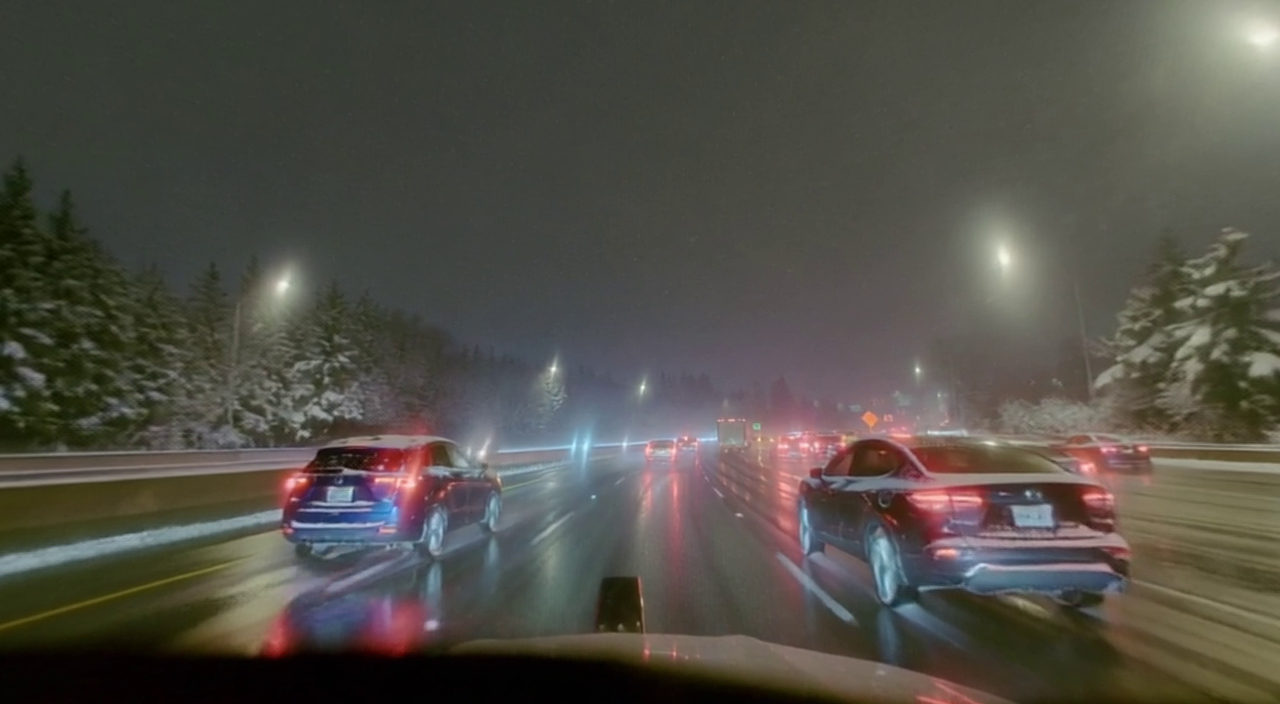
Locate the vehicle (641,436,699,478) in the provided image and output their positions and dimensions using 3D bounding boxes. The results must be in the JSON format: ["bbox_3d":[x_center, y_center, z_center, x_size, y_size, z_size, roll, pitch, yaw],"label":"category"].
[{"bbox_3d":[1.277,4.355,26.264,2.201,1.614,3.803,-1,-9,4],"label":"vehicle"}]

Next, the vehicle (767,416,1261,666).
[{"bbox_3d":[2.716,1.493,6.132,2.009,1.489,4.559,0,-9,0],"label":"vehicle"}]

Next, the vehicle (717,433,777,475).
[{"bbox_3d":[4.563,4.416,27.424,2.076,1.684,4.241,-1,-9,3],"label":"vehicle"}]

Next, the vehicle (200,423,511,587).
[{"bbox_3d":[-3.205,1.816,8.354,1.937,1.558,4.469,0,-9,2],"label":"vehicle"}]
